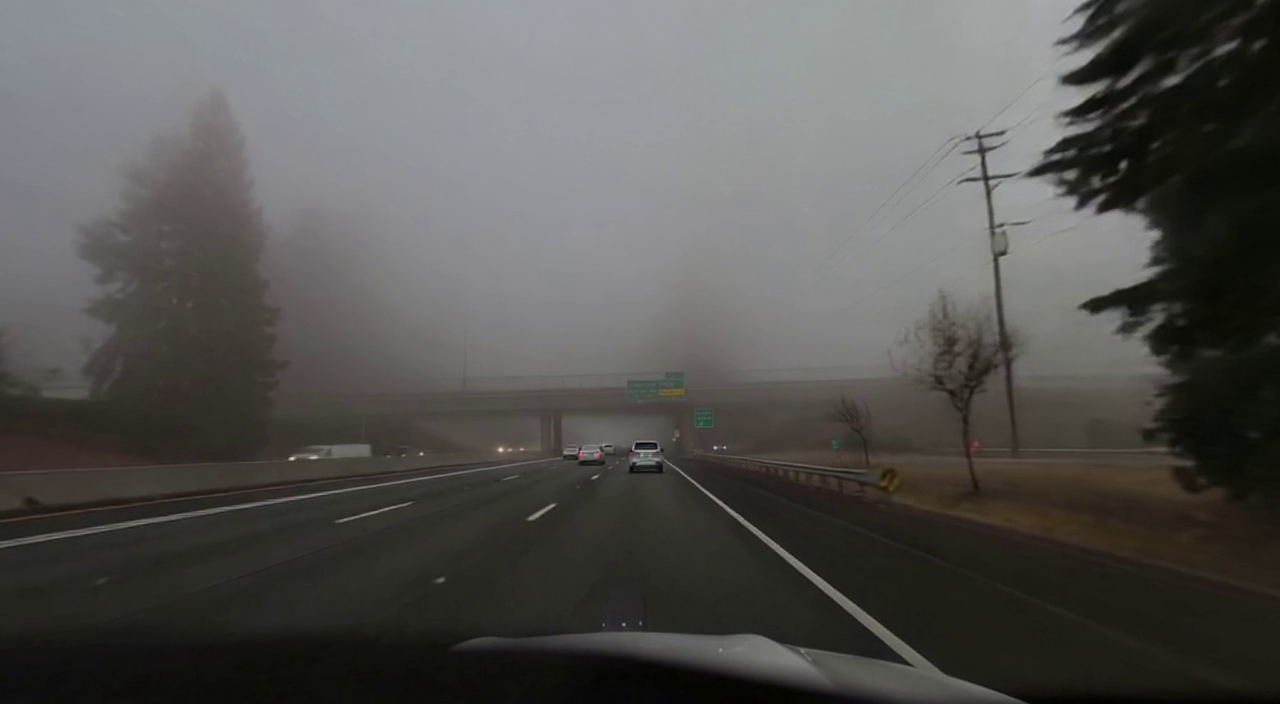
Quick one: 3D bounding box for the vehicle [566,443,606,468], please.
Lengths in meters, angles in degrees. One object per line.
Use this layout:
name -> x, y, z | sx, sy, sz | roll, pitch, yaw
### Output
vehicle -> -3.350, 6.468, 39.848 | 2.056, 1.464, 4.564 | 0, -8, 1

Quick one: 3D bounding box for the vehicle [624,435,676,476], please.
vehicle -> 0.415, 4.625, 28.395 | 2.152, 1.697, 4.066 | 0, -8, 0

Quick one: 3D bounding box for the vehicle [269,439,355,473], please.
vehicle -> -20.707, 6.571, 40.197 | 2.228, 1.965, 5.911 | 0, -8, 1
